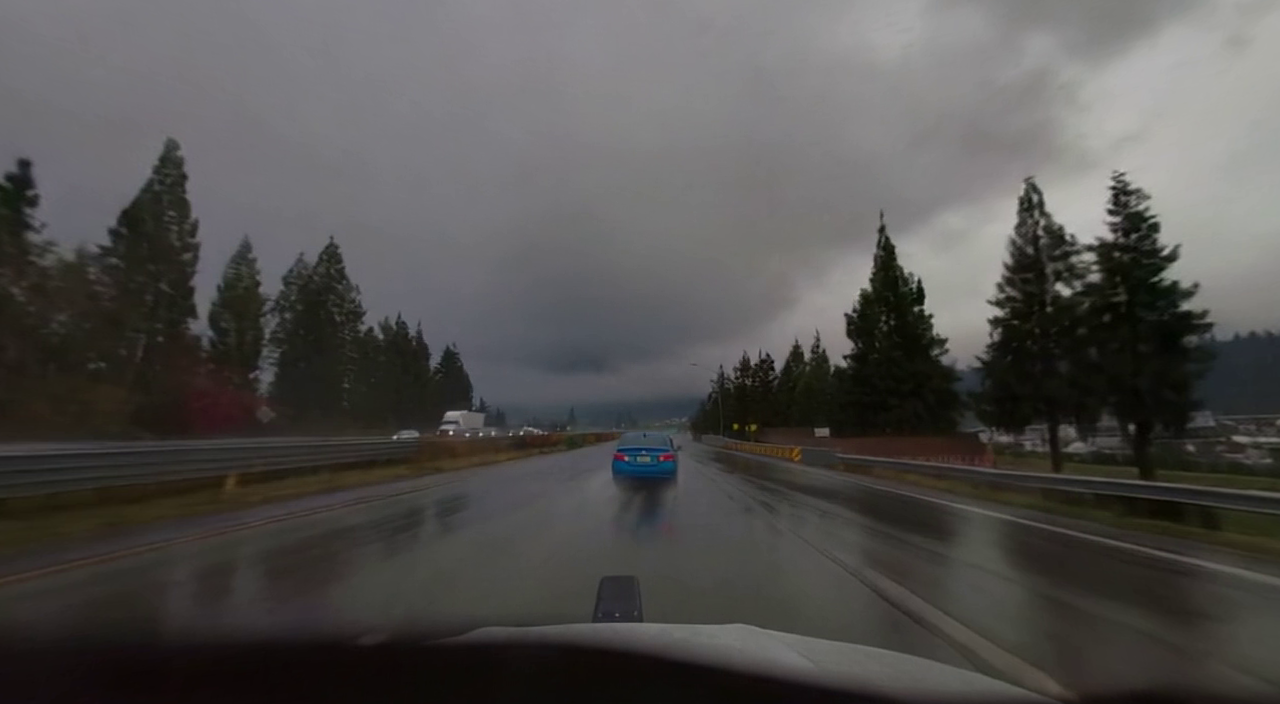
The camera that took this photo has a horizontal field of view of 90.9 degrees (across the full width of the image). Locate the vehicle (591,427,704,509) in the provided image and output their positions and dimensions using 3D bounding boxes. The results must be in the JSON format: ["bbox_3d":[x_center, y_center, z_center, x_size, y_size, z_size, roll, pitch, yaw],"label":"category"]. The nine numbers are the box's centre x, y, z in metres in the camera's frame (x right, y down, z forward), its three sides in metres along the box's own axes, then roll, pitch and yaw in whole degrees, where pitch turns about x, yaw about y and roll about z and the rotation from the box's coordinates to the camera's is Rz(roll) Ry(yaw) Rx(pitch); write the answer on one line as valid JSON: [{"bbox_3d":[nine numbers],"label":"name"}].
[{"bbox_3d":[0.198,2.327,13.245,1.977,1.443,4.225,0,-8,2],"label":"vehicle"}]

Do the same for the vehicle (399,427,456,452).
[{"bbox_3d":[-13.392,5.576,40.057,1.942,1.478,4.622,0,-8,1],"label":"vehicle"}]
